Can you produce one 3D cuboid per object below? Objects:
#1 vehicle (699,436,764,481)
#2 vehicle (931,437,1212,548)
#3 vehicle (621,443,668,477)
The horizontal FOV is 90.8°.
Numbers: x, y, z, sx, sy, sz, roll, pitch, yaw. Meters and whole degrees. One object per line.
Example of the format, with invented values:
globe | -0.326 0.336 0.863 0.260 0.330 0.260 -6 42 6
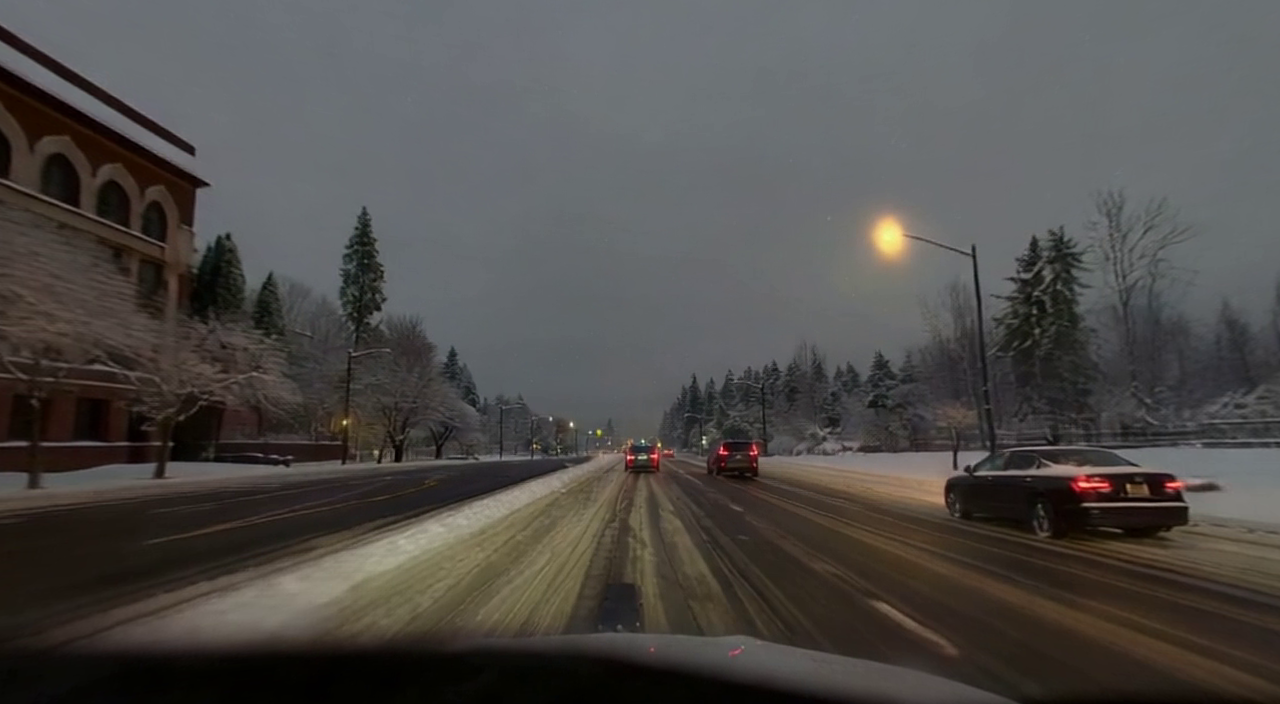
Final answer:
vehicle | 3.802 4.527 27.060 2.036 1.757 4.300 0 -9 -1
vehicle | 7.021 2.290 10.994 1.868 1.472 4.274 2 -9 0
vehicle | 0.227 4.972 29.241 2.054 1.446 3.969 0 -9 1
